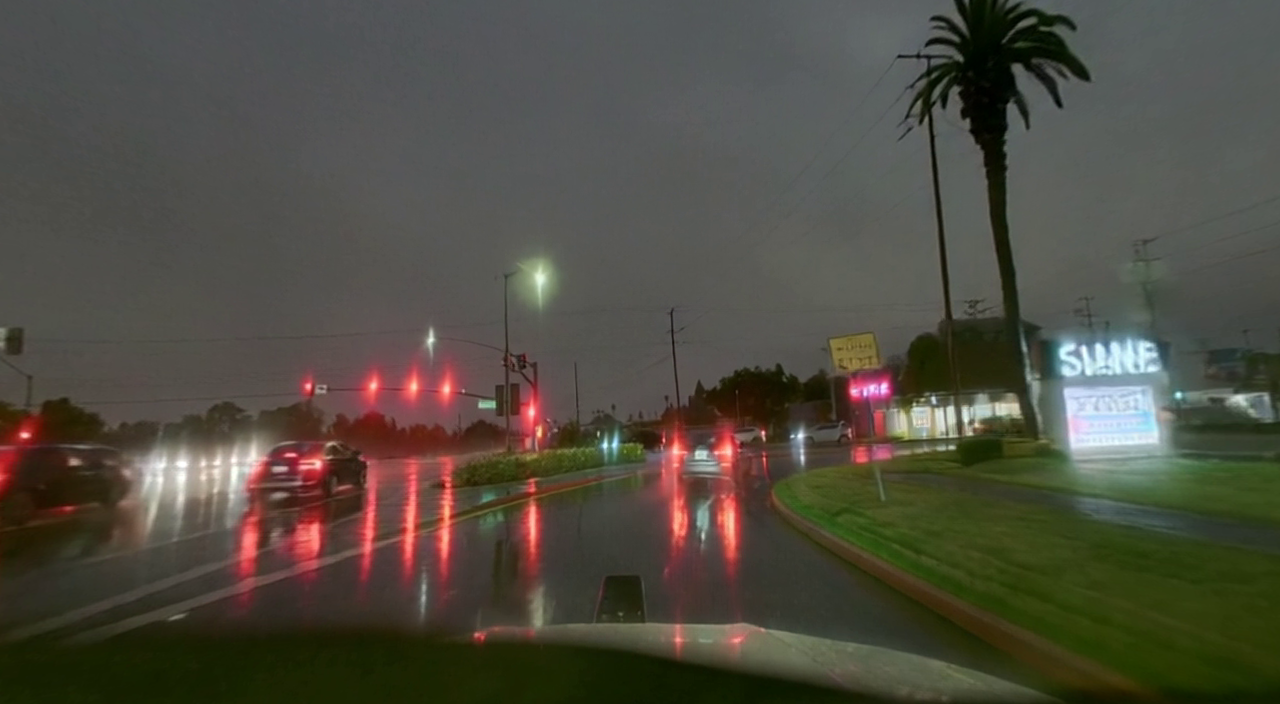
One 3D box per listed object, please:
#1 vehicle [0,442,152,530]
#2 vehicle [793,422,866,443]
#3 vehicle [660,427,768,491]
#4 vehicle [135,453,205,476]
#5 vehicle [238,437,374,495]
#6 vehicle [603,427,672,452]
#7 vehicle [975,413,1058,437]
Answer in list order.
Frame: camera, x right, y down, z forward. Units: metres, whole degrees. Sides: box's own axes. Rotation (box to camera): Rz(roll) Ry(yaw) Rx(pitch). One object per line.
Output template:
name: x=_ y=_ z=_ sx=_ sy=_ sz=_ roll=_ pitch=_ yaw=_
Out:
vehicle: x=-12.047 y=2.522 z=12.298 sx=1.905 sy=1.482 sz=4.463 roll=1 pitch=-9 yaw=-7
vehicle: x=14.714 y=6.248 z=49.110 sx=4.981 sy=1.491 sz=1.922 roll=0 pitch=-10 yaw=-7
vehicle: x=2.170 y=2.865 z=17.216 sx=2.070 sy=1.493 sz=4.570 roll=-3 pitch=-9 yaw=17
vehicle: x=-34.533 y=8.277 z=46.611 sx=2.036 sy=1.526 sz=4.732 roll=1 pitch=-9 yaw=-8
vehicle: x=-9.626 y=3.290 z=18.676 sx=1.912 sy=1.487 sz=4.471 roll=1 pitch=-9 yaw=-6
vehicle: x=-0.222 y=6.523 z=47.172 sx=4.757 sy=1.633 sz=1.932 roll=-1 pitch=-8 yaw=-10
vehicle: x=25.937 y=5.085 z=43.583 sx=4.458 sy=1.589 sz=2.044 roll=1 pitch=-8 yaw=-6
